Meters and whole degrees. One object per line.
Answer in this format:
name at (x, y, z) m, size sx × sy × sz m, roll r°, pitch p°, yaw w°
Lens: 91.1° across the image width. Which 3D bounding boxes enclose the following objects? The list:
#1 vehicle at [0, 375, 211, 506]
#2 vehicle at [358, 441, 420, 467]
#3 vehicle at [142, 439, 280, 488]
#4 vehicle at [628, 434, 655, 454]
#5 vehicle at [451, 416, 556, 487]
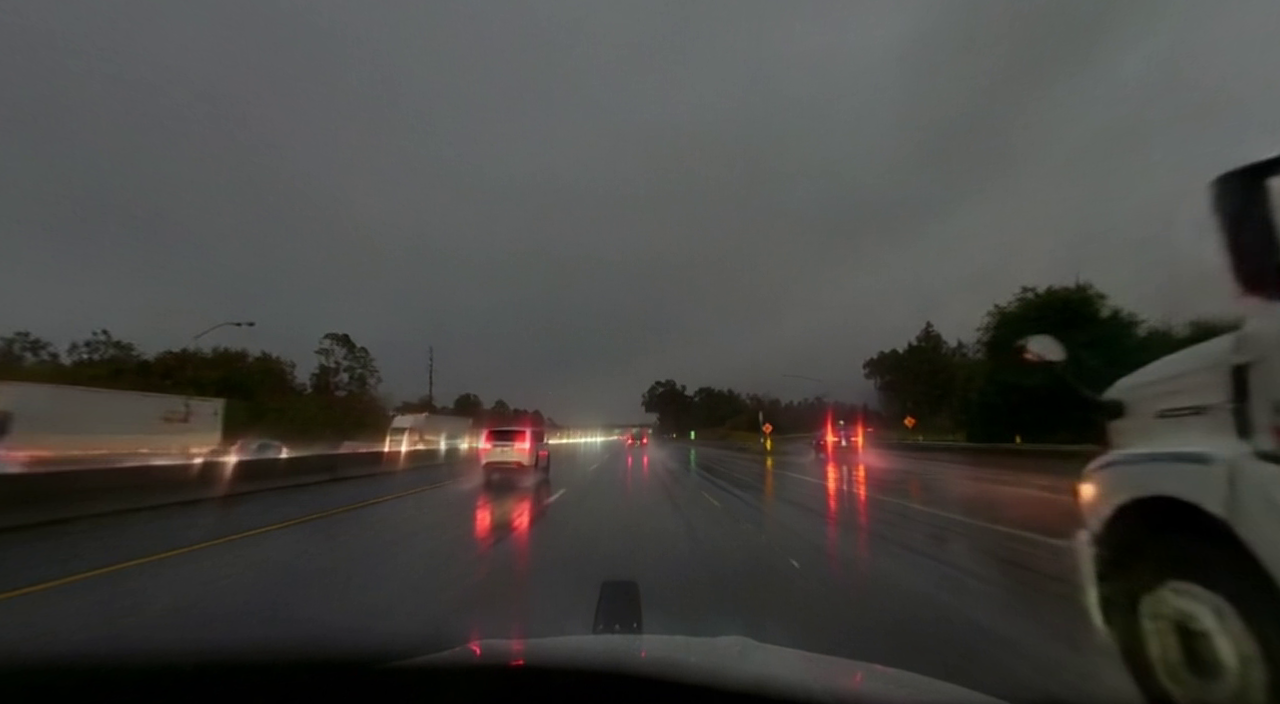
vehicle at (-19.354, 2.910, 20.656) m, size 3.025 × 3.610 × 10.687 m, roll 0°, pitch -8°, yaw 0°
vehicle at (-15.777, 6.406, 39.816) m, size 2.020 × 1.514 × 4.549 m, roll 0°, pitch -8°, yaw 1°
vehicle at (-16.108, 4.169, 23.989) m, size 2.010 × 1.631 × 4.625 m, roll 0°, pitch -8°, yaw 0°
vehicle at (0.063, 7.236, 49.549) m, size 2.051 × 1.528 × 4.265 m, roll 0°, pitch -8°, yaw -1°
vehicle at (-3.947, 2.972, 19.154) m, size 2.115 × 1.887 × 4.721 m, roll 0°, pitch -8°, yaw 0°
